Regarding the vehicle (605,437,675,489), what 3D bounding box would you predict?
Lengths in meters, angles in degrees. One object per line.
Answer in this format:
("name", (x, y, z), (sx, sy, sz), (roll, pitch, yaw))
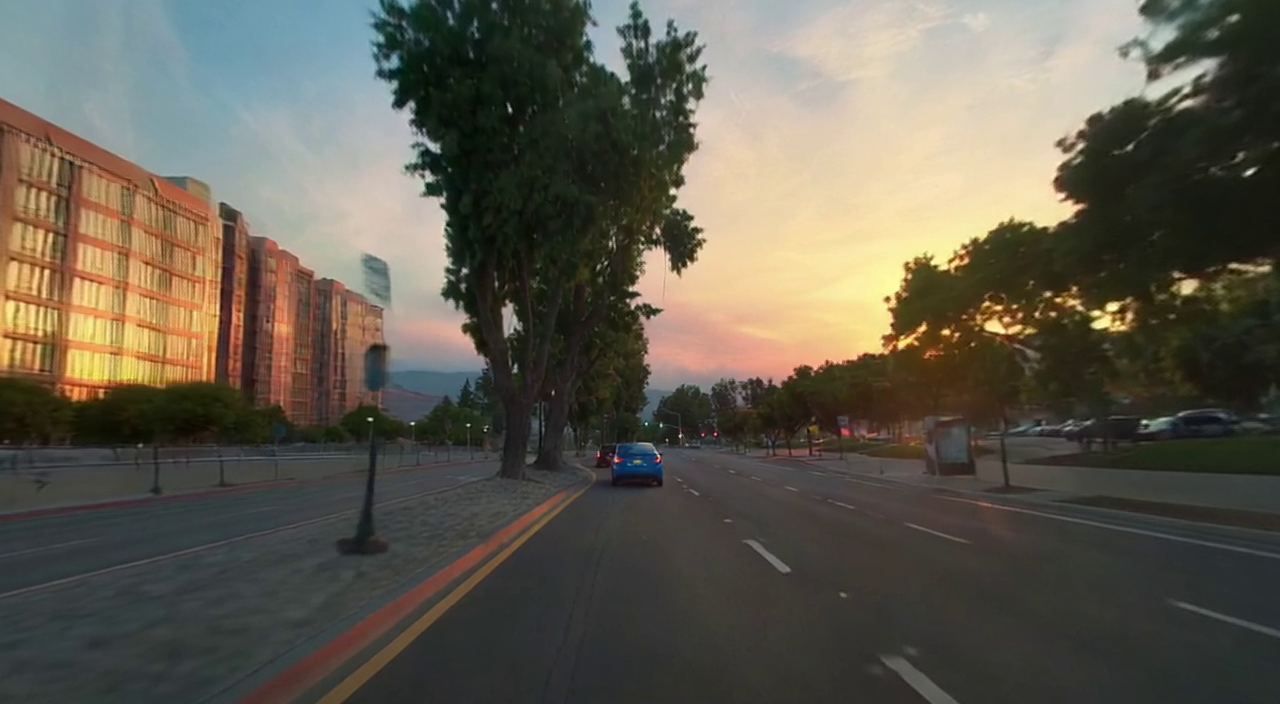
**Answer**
("vehicle", (-0.092, 3.608, 20.864), (2.042, 1.479, 4.601), (0, -8, -2))
